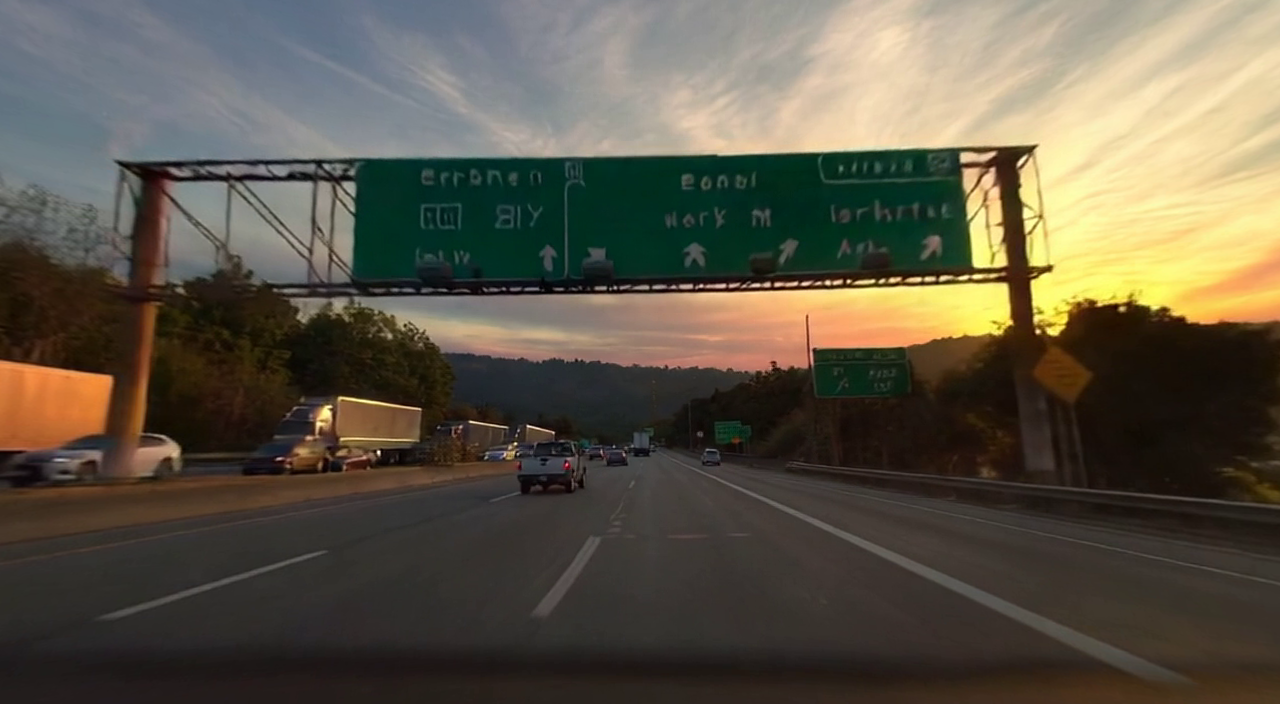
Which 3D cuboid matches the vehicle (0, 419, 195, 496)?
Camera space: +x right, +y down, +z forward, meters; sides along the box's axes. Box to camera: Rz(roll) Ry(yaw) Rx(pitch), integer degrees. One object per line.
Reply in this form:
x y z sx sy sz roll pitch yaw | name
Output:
-12.726 2.390 14.245 1.978 1.433 4.435 2 -10 1 | vehicle

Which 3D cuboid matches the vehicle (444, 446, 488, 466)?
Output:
-12.459 7.453 45.289 1.819 1.399 4.171 0 -9 2 | vehicle

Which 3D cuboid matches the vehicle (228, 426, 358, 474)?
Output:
-12.580 3.684 23.299 1.971 1.478 4.726 3 -11 1 | vehicle

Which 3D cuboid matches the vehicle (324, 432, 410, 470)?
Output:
-12.873 4.757 30.057 1.990 1.523 4.508 3 -10 1 | vehicle

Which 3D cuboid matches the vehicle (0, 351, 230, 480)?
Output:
-21.486 2.524 23.197 2.835 4.027 14.235 0 -9 2 | vehicle

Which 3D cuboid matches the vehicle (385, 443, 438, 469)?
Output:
-13.291 6.088 36.890 1.800 1.412 3.449 0 -9 0 | vehicle

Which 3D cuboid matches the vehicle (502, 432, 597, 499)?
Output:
-2.809 3.697 20.878 2.220 1.928 5.176 0 -9 2 | vehicle
